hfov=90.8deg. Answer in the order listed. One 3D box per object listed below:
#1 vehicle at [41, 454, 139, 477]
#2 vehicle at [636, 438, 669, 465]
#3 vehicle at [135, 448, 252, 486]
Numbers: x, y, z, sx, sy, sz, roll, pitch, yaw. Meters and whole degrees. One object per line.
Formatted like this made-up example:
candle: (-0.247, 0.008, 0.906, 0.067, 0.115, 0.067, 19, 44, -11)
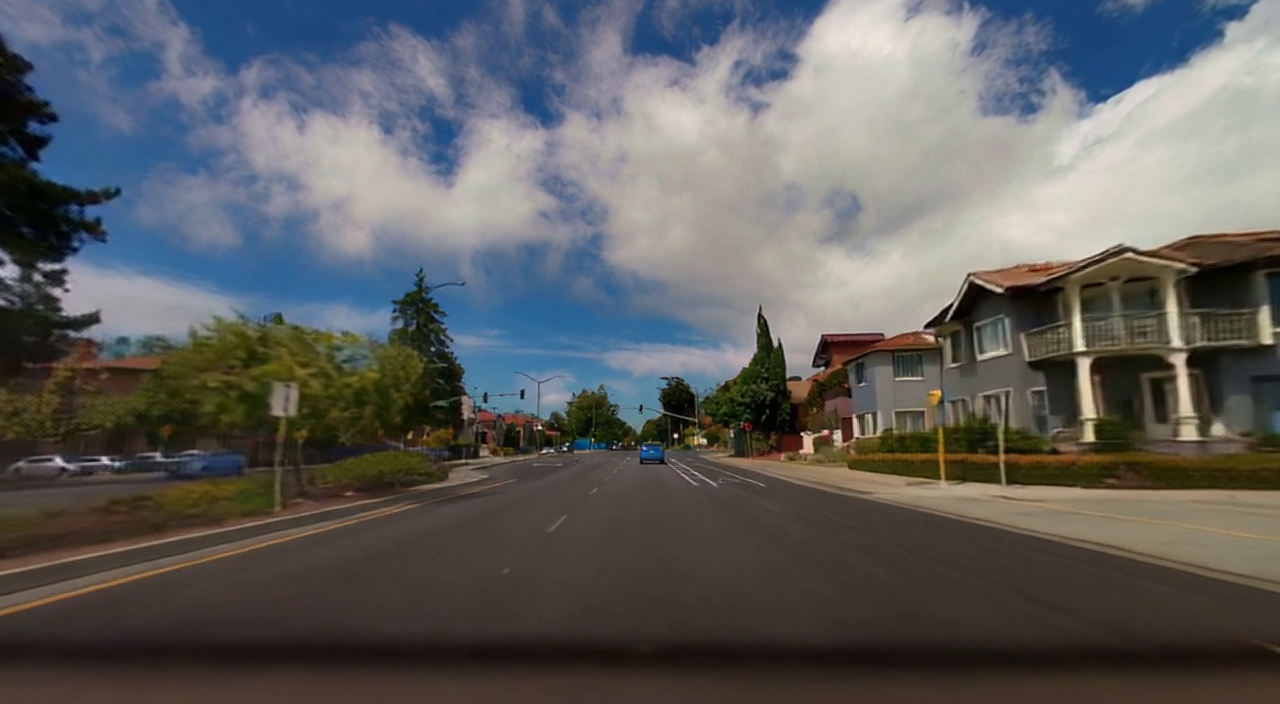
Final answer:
vehicle: (-35.279, 7.270, 40.643, 1.779, 1.357, 4.291, -3, -9, 23)
vehicle: (0.884, 7.399, 47.058, 2.273, 1.851, 5.075, 0, -8, -1)
vehicle: (-19.454, 4.989, 27.797, 1.950, 1.493, 4.351, 0, -8, 0)
